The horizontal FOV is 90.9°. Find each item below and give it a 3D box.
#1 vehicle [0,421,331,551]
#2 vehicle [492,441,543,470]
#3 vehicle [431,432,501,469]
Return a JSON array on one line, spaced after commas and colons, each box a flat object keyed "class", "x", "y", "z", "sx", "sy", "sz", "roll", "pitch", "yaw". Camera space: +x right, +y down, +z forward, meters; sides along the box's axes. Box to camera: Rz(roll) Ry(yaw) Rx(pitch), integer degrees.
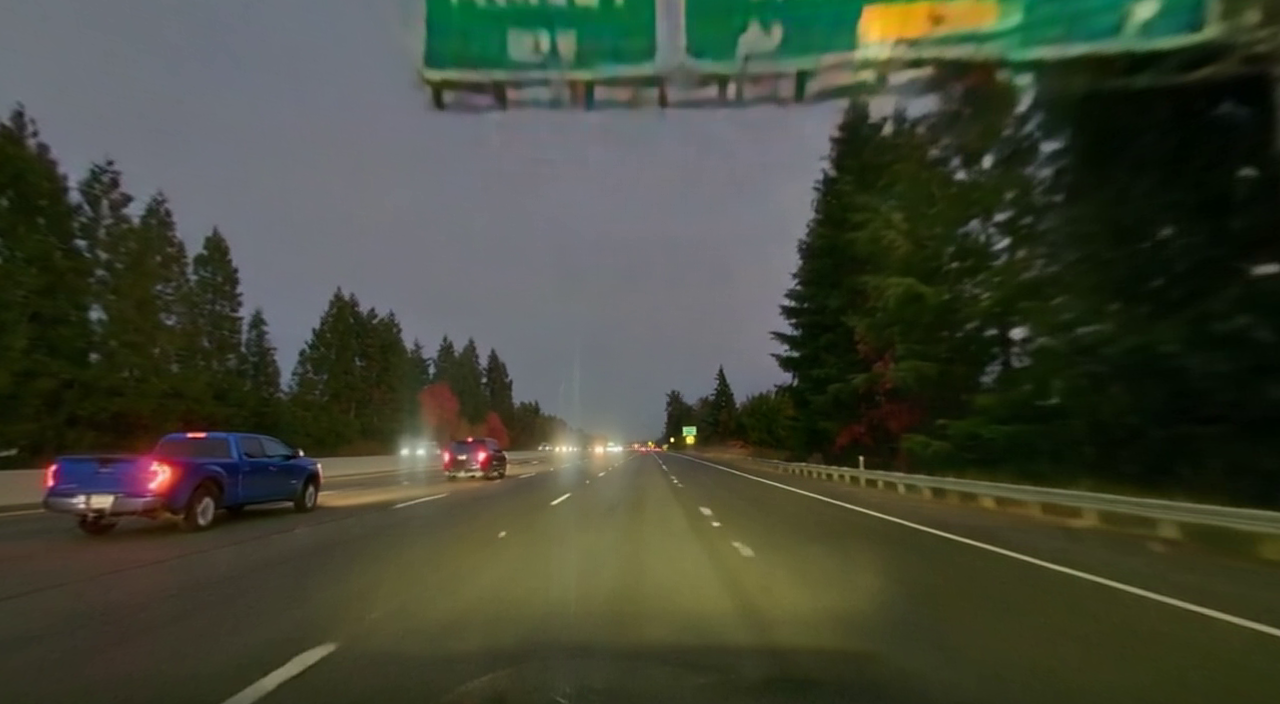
[{"class": "vehicle", "x": -7.160, "y": 1.984, "z": 10.101, "sx": 1.965, "sy": 1.567, "sz": 4.686, "roll": 0, "pitch": -8, "yaw": 1}, {"class": "vehicle", "x": -6.717, "y": 5.720, "z": 34.988, "sx": 1.919, "sy": 1.499, "sz": 4.234, "roll": 0, "pitch": -8, "yaw": 1}, {"class": "vehicle", "x": -10.293, "y": 5.891, "z": 37.906, "sx": 2.347, "sy": 1.984, "sz": 5.778, "roll": 0, "pitch": -8, "yaw": 2}]
